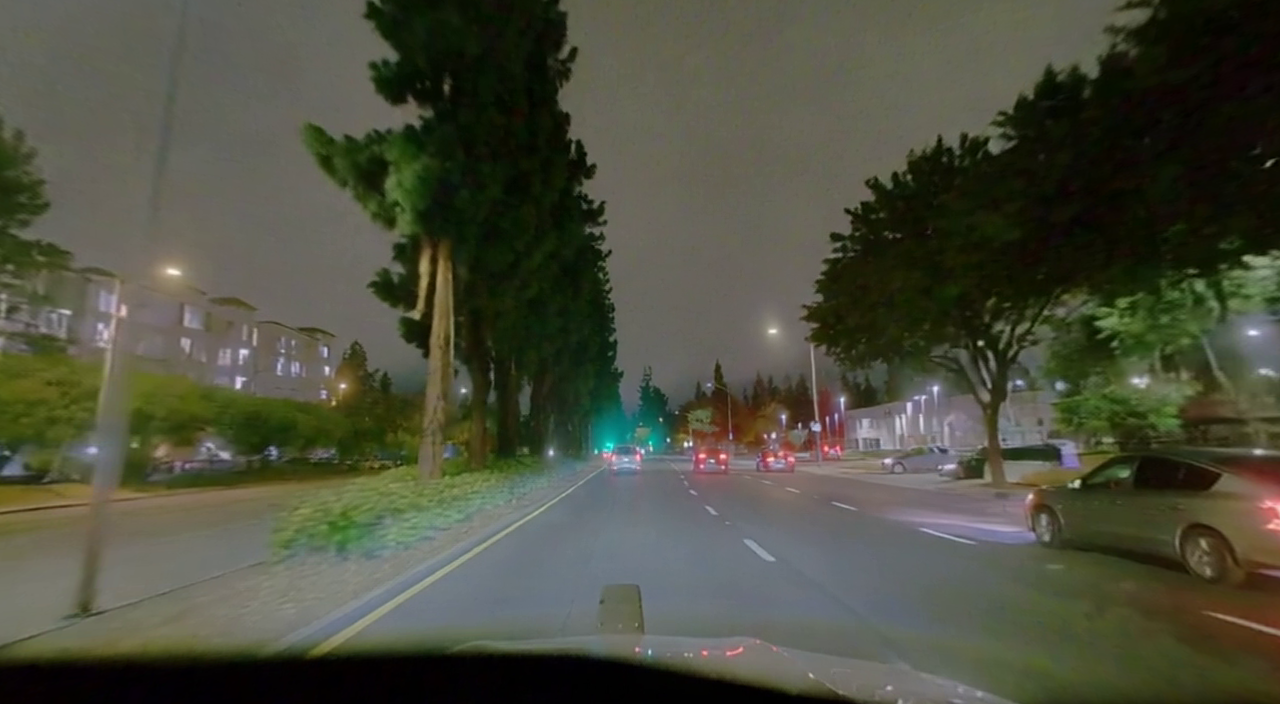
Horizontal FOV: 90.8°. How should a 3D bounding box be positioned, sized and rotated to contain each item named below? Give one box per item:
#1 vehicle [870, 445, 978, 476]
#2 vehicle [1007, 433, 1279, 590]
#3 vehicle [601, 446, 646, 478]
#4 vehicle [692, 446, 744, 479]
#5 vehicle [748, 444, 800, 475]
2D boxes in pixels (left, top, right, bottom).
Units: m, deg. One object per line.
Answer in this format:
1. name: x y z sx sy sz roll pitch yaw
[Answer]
1. vehicle: 14.252 5.456 31.957 4.541 1.487 1.886 -1 -9 4
2. vehicle: 7.119 1.849 8.160 1.888 1.508 4.646 0 -8 -1
3. vehicle: -0.777 5.371 31.216 2.077 1.477 3.897 0 -8 0
4. vehicle: 3.698 5.320 30.736 2.020 1.472 3.958 0 -8 0
5. vehicle: 7.637 6.141 36.367 1.945 1.687 4.292 0 -8 -1
